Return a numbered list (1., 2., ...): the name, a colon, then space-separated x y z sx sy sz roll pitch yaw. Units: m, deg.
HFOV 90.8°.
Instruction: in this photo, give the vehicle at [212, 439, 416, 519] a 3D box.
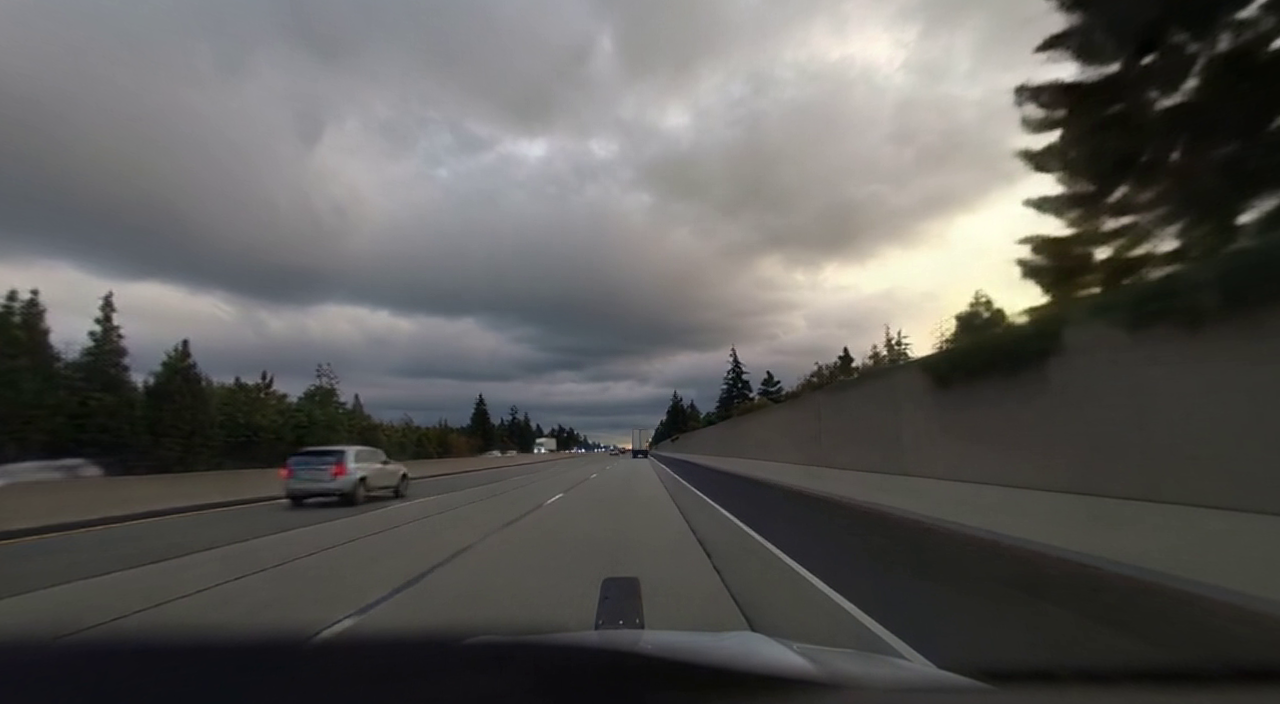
1. vehicle: -7.456 2.949 15.252 2.179 1.577 5.070 0 -9 1
